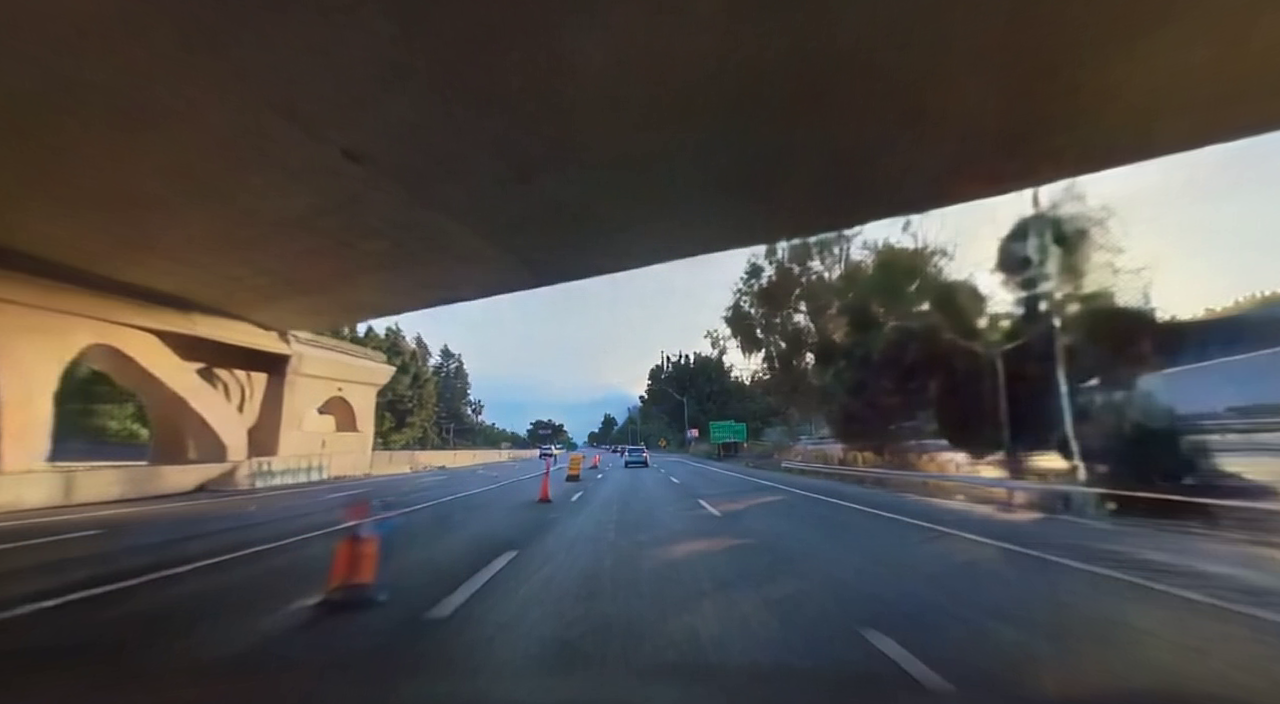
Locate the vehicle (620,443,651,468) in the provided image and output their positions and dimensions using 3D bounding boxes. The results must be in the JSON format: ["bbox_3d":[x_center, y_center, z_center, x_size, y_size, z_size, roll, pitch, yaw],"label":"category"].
[{"bbox_3d":[-0.323,7.264,44.440,2.109,1.638,3.856,0,-9,-1],"label":"vehicle"}]

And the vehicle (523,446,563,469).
[{"bbox_3d":[-6.506,7.120,42.834,1.997,1.507,4.248,0,-9,0],"label":"vehicle"}]
